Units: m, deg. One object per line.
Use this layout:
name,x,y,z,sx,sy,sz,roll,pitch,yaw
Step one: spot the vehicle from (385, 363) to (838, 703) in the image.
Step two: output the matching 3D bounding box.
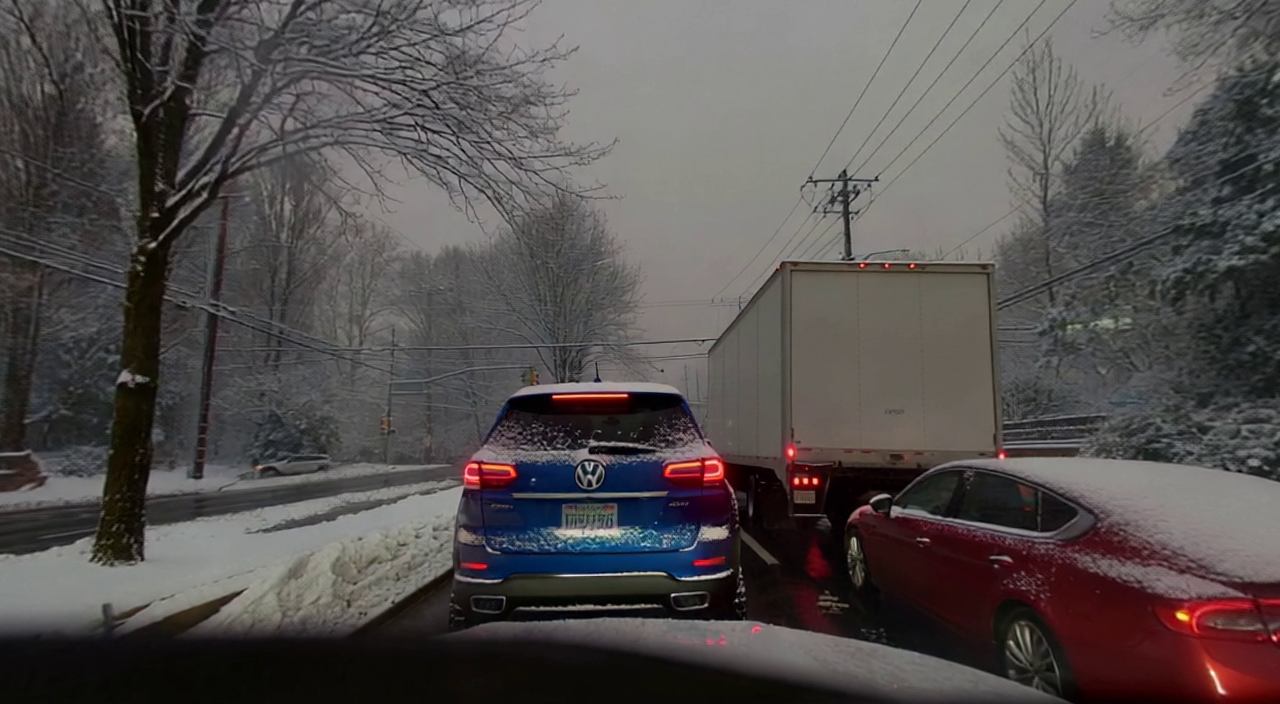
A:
vehicle,-0.128,1.228,5.136,2.114,1.732,4.230,0,-8,0

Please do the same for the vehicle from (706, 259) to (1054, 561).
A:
vehicle,3.231,1.264,11.825,2.915,3.559,8.848,0,-8,-1

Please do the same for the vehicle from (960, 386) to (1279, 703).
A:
vehicle,2.827,0.751,1.191,1.971,1.484,4.728,0,-8,0
